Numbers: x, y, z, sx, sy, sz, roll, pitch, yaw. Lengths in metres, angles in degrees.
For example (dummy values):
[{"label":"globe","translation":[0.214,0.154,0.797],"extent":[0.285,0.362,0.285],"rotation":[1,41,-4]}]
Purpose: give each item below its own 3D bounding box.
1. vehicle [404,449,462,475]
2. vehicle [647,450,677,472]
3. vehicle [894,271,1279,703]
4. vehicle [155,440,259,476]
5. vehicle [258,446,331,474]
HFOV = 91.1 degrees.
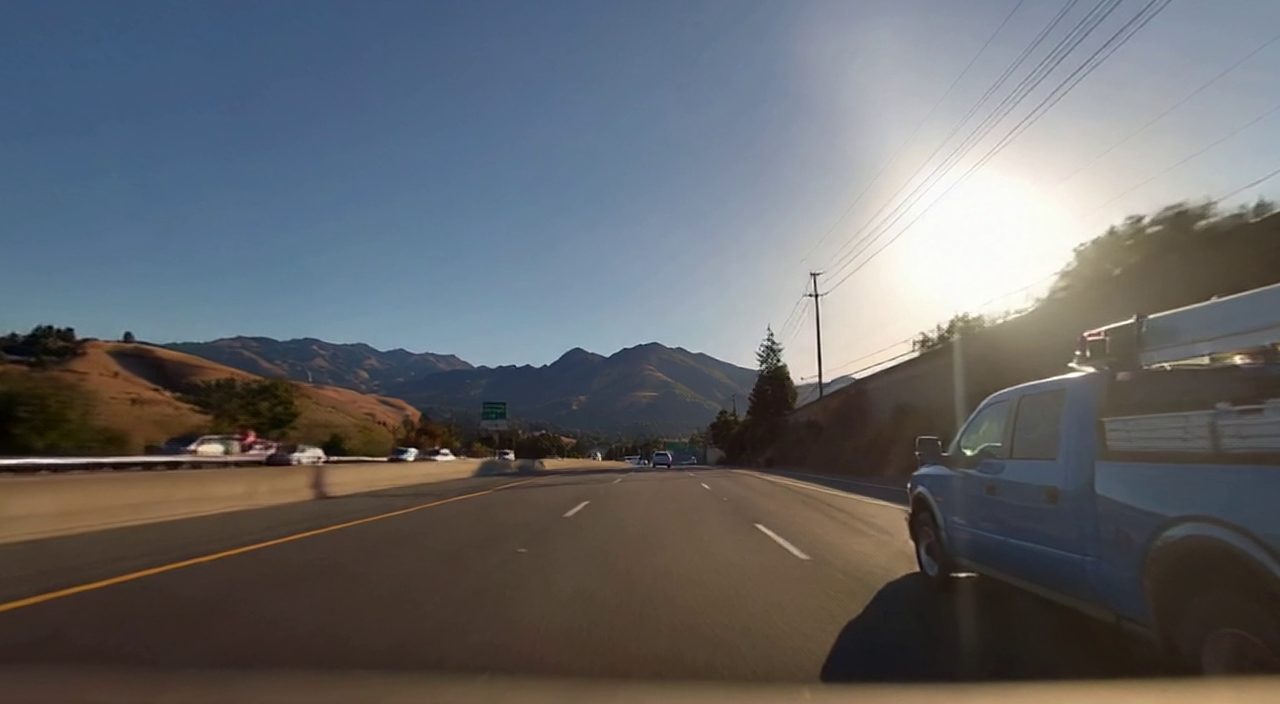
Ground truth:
[{"label":"vehicle","translation":[-13.830,7.384,42.262],"extent":[2.071,1.614,4.863],"rotation":[-1,-9,2]},{"label":"vehicle","translation":[1.552,7.975,46.033],"extent":[2.034,1.549,4.147],"rotation":[0,-9,0]},{"label":"vehicle","translation":[4.015,0.897,3.443],"extent":[2.538,2.228,6.370],"rotation":[0,-9,0]},{"label":"vehicle","translation":[-28.327,6.969,41.406],"extent":[2.329,2.143,5.925],"rotation":[-1,-9,3]},{"label":"vehicle","translation":[-24.301,7.621,44.391],"extent":[2.079,1.838,5.011],"rotation":[-1,-9,3]}]
